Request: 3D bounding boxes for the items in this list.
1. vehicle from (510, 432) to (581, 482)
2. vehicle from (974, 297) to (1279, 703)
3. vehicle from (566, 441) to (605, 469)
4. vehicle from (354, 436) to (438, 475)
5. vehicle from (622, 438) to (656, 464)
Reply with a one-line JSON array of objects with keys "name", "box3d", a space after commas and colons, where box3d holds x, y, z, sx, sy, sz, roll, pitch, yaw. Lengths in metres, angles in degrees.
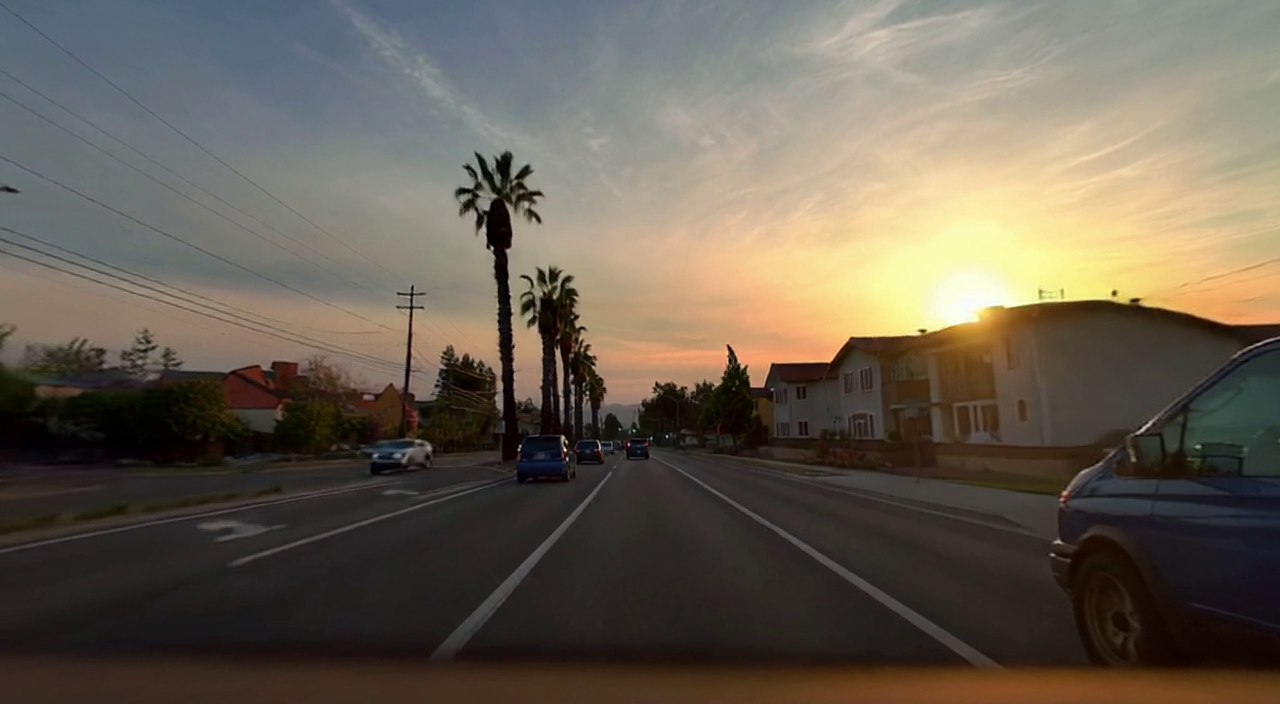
[{"name": "vehicle", "box3d": [-3.405, 3.866, 23.515, 1.967, 1.703, 4.157, 0, -8, 0]}, {"name": "vehicle", "box3d": [3.710, 0.718, 2.380, 2.234, 1.912, 4.847, 0, -8, 0]}, {"name": "vehicle", "box3d": [-3.015, 5.776, 35.612, 1.869, 1.454, 4.142, 0, -8, -1]}, {"name": "vehicle", "box3d": [-11.959, 5.093, 31.398, 2.242, 1.770, 4.782, 0, -8, 0]}, {"name": "vehicle", "box3d": [-0.119, 6.951, 44.511, 2.191, 1.761, 3.857, 0, -8, -2]}]
